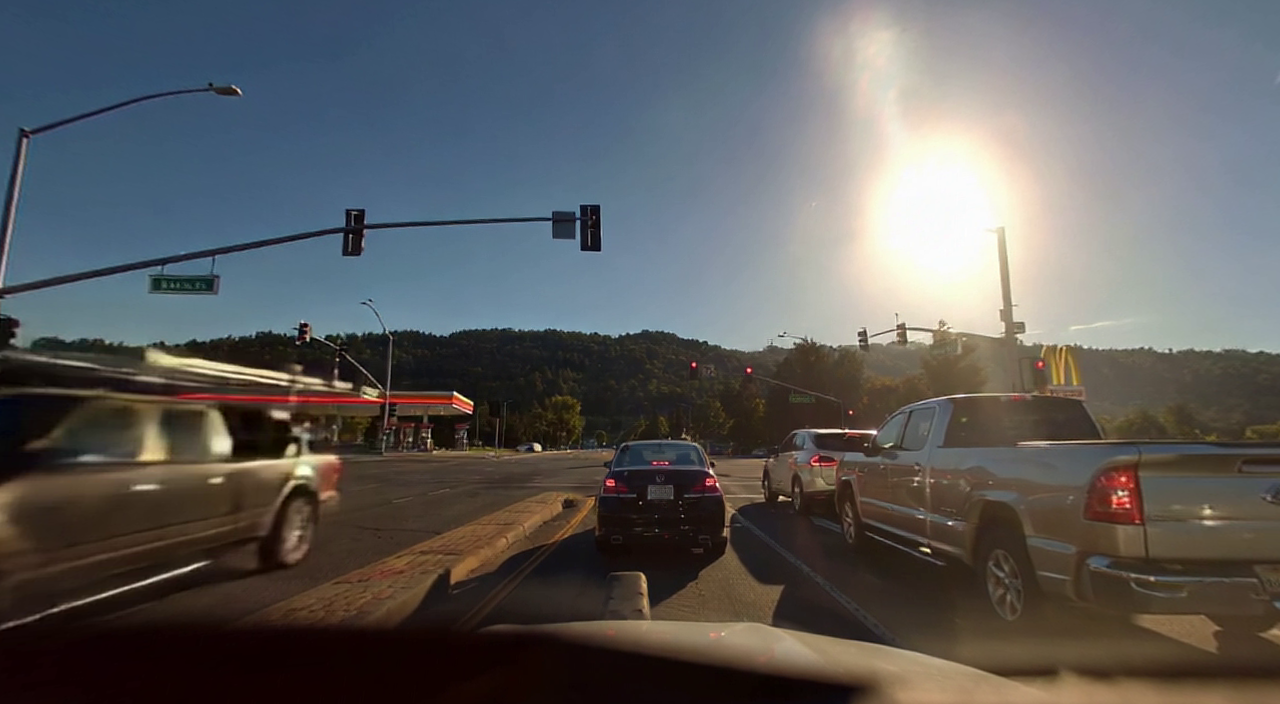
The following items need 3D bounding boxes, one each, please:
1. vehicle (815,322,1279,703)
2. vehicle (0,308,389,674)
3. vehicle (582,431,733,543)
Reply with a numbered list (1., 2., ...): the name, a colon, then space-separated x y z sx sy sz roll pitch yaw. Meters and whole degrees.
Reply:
1. vehicle: 3.561 1.242 5.585 2.277 1.871 6.143 0 -8 0
2. vehicle: -4.814 1.027 5.581 2.615 2.031 5.638 2 -8 2
3. vehicle: 0.239 2.118 10.513 2.027 1.494 3.824 0 -8 0
